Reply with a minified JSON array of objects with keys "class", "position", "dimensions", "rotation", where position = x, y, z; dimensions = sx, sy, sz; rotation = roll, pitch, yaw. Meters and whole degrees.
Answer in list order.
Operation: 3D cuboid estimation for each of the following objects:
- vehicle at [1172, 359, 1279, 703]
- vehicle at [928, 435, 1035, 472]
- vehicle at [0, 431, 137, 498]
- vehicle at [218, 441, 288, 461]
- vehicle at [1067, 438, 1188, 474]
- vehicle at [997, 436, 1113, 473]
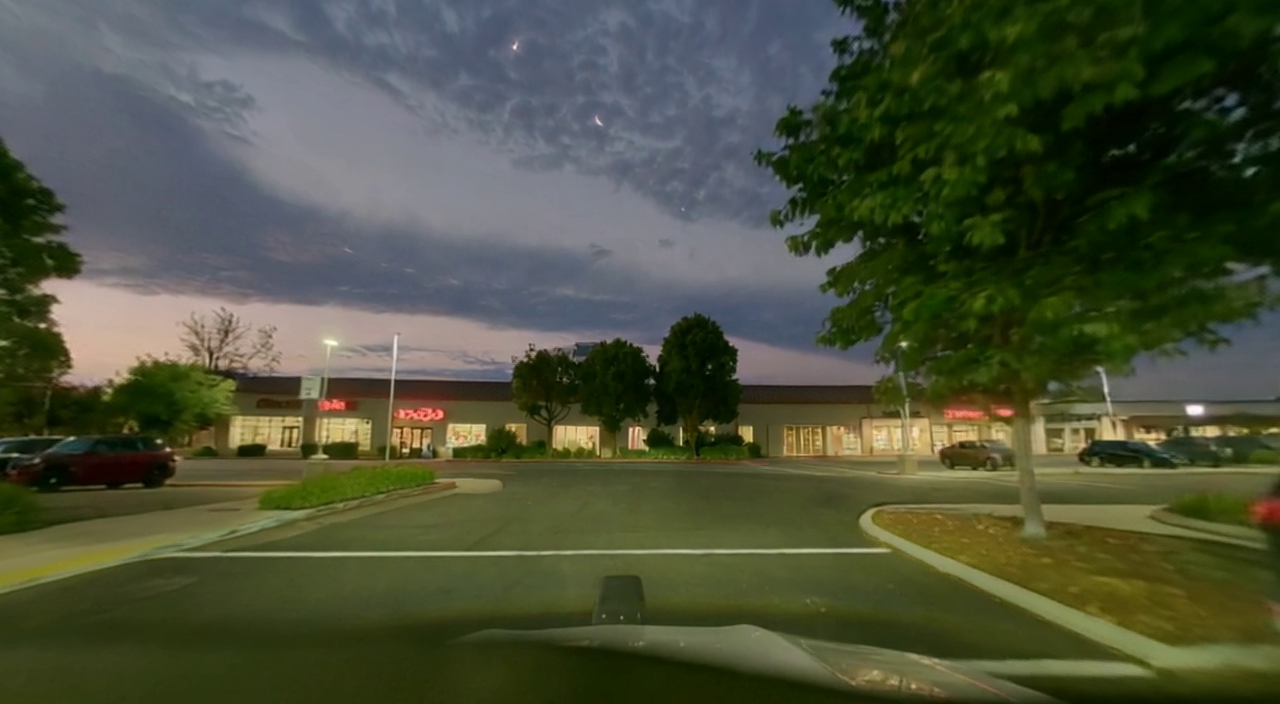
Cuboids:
[{"class":"vehicle","position":[5.861,0.791,2.326],"dimensions":[5.671,1.718,2.227],"rotation":[0,-8,1]},{"class":"vehicle","position":[15.256,4.570,28.603],"dimensions":[2.140,1.507,4.856],"rotation":[0,-8,0]},{"class":"vehicle","position":[-15.548,2.844,16.202],"dimensions":[3.775,1.588,2.000],"rotation":[4,-9,-30]},{"class":"vehicle","position":[-29.912,7.637,48.862],"dimensions":[4.431,1.449,1.808],"rotation":[5,-10,-32]},{"class":"vehicle","position":[21.524,4.602,28.155],"dimensions":[1.861,1.460,4.329],"rotation":[0,-8,-1]},{"class":"vehicle","position":[18.543,4.589,28.542],"dimensions":[1.804,1.502,4.815],"rotation":[0,-8,-2]}]
